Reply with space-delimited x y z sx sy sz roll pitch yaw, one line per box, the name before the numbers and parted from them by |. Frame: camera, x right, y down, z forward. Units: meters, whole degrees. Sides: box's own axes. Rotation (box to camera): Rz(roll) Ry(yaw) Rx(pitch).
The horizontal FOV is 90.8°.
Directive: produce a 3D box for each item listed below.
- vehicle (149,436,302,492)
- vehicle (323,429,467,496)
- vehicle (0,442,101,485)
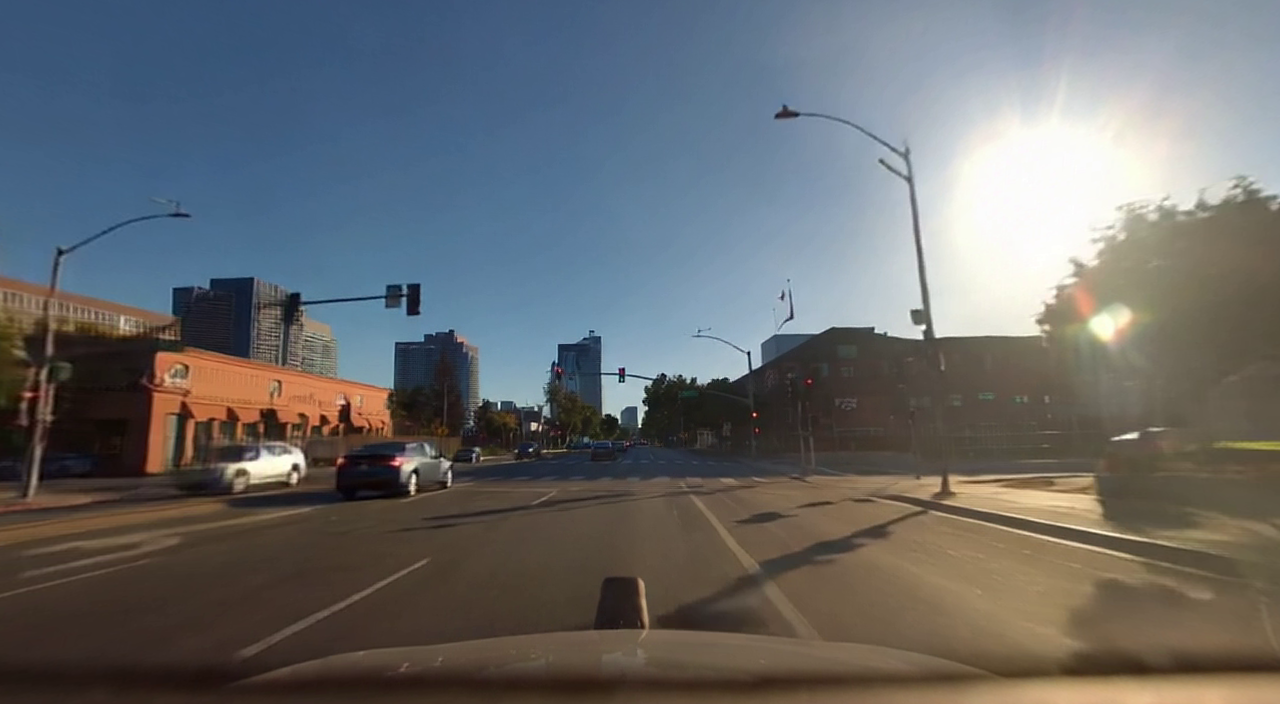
vehicle | -14.695 3.976 22.881 2.167 1.787 4.882 0 -9 1
vehicle | -6.891 3.163 18.422 2.262 1.708 4.466 0 -9 2
vehicle | -30.990 5.697 32.157 4.957 1.928 2.203 -2 -8 -5
